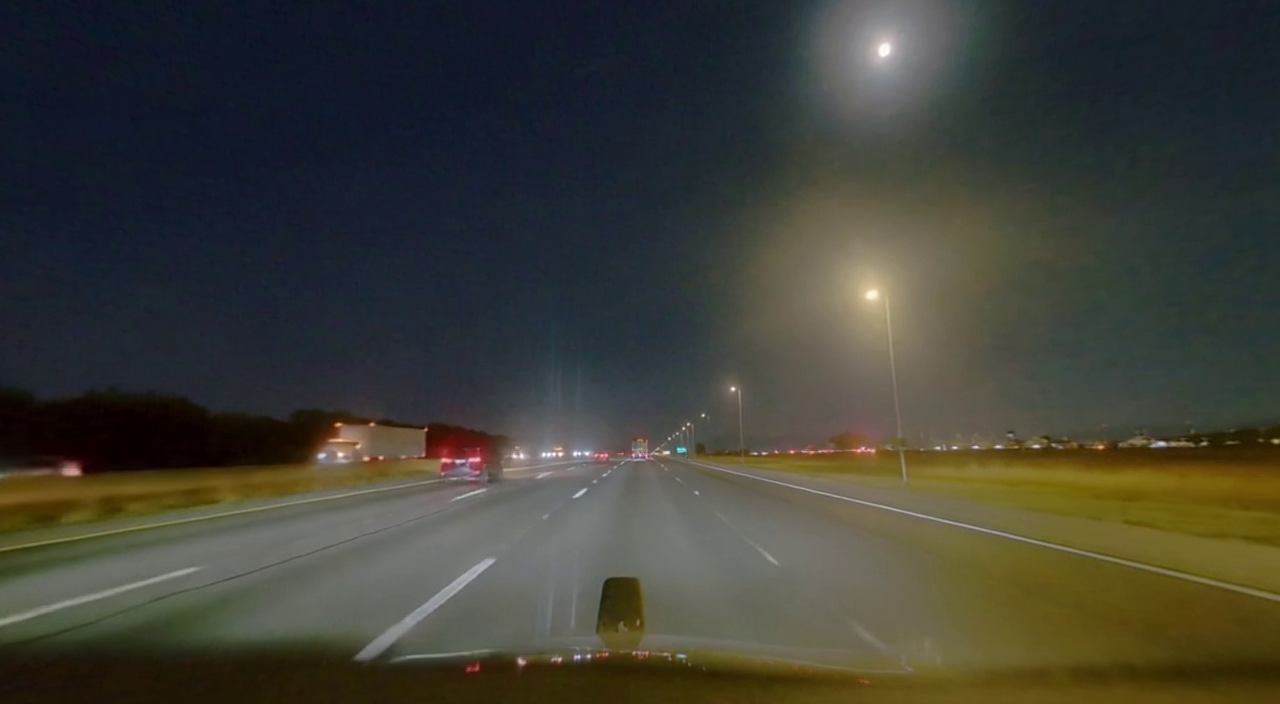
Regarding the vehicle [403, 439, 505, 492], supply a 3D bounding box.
[{"bbox_3d":[-6.571,4.092,22.979,2.234,1.698,4.634,0,-9,1],"label":"vehicle"}]
